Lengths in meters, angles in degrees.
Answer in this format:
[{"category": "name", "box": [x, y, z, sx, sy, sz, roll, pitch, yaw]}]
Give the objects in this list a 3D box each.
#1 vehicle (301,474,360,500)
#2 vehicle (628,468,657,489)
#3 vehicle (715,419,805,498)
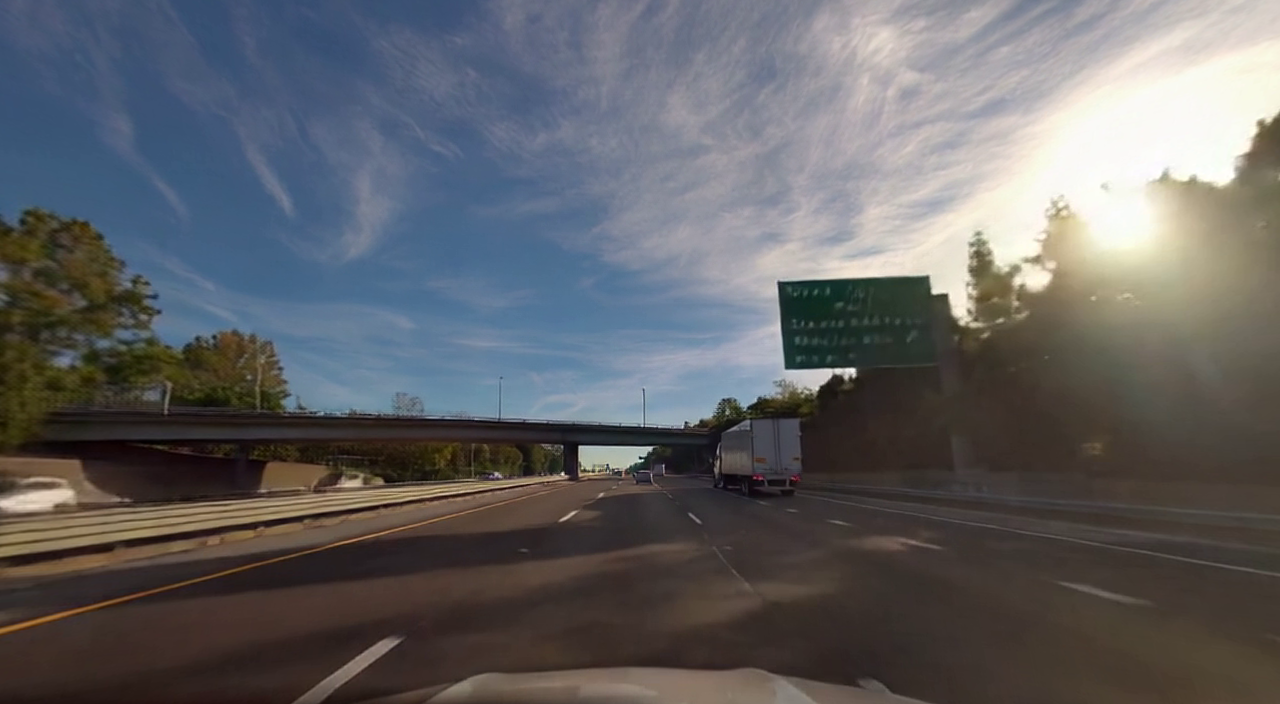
[{"category": "vehicle", "box": [-18.676, 8.116, 38.152, 1.734, 1.433, 3.465, 1, -10, 0]}, {"category": "vehicle", "box": [0.153, 9.283, 46.306, 2.029, 1.459, 3.684, 1, -10, -1]}, {"category": "vehicle", "box": [7.075, 6.845, 39.942, 2.926, 4.073, 13.836, 1, -10, 0]}]
